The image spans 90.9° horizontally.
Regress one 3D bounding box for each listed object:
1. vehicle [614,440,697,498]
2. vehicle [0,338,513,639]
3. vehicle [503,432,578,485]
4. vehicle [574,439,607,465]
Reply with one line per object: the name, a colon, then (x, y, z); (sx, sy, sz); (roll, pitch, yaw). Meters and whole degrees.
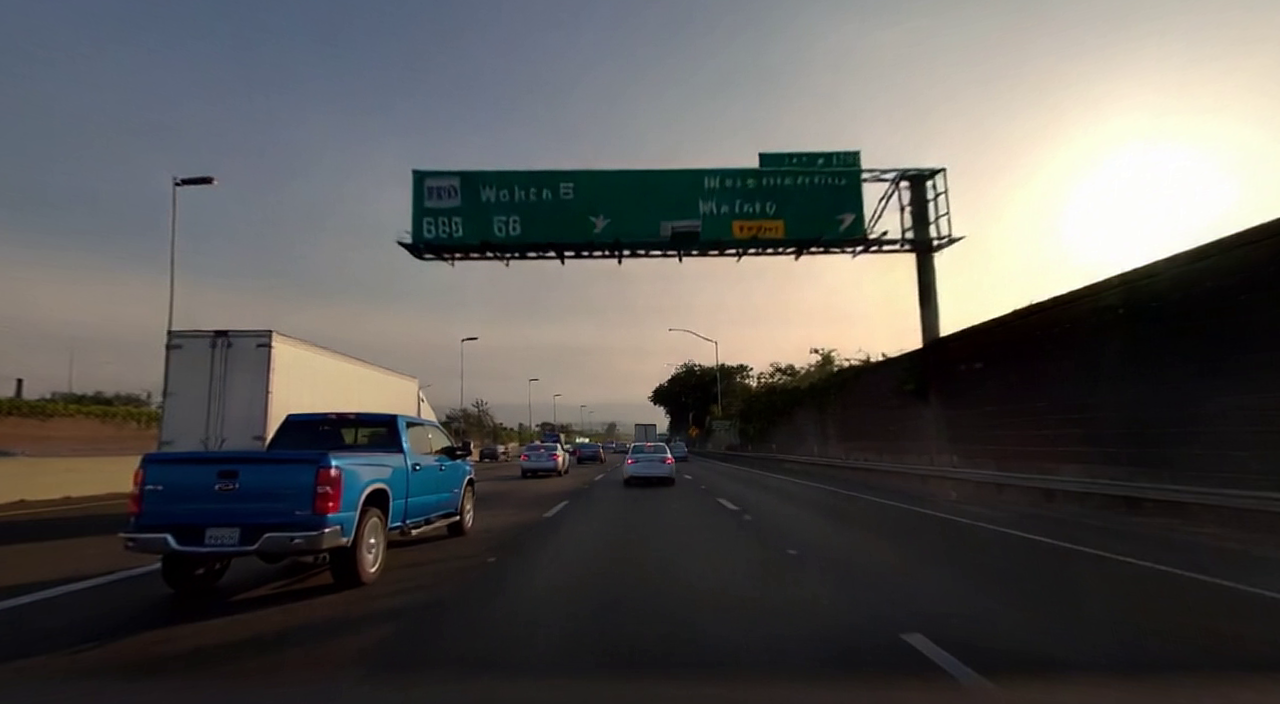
vehicle: (0.379, 3.198, 17.721); (2.054, 1.421, 4.090); (0, -8, 0)
vehicle: (-3.306, 1.359, 7.364); (2.269, 2.060, 5.933); (0, -8, 1)
vehicle: (-3.459, 3.795, 22.708); (1.903, 1.721, 4.210); (0, -8, 1)
vehicle: (-3.363, 6.890, 43.613); (1.897, 1.646, 4.049); (0, -8, 1)
